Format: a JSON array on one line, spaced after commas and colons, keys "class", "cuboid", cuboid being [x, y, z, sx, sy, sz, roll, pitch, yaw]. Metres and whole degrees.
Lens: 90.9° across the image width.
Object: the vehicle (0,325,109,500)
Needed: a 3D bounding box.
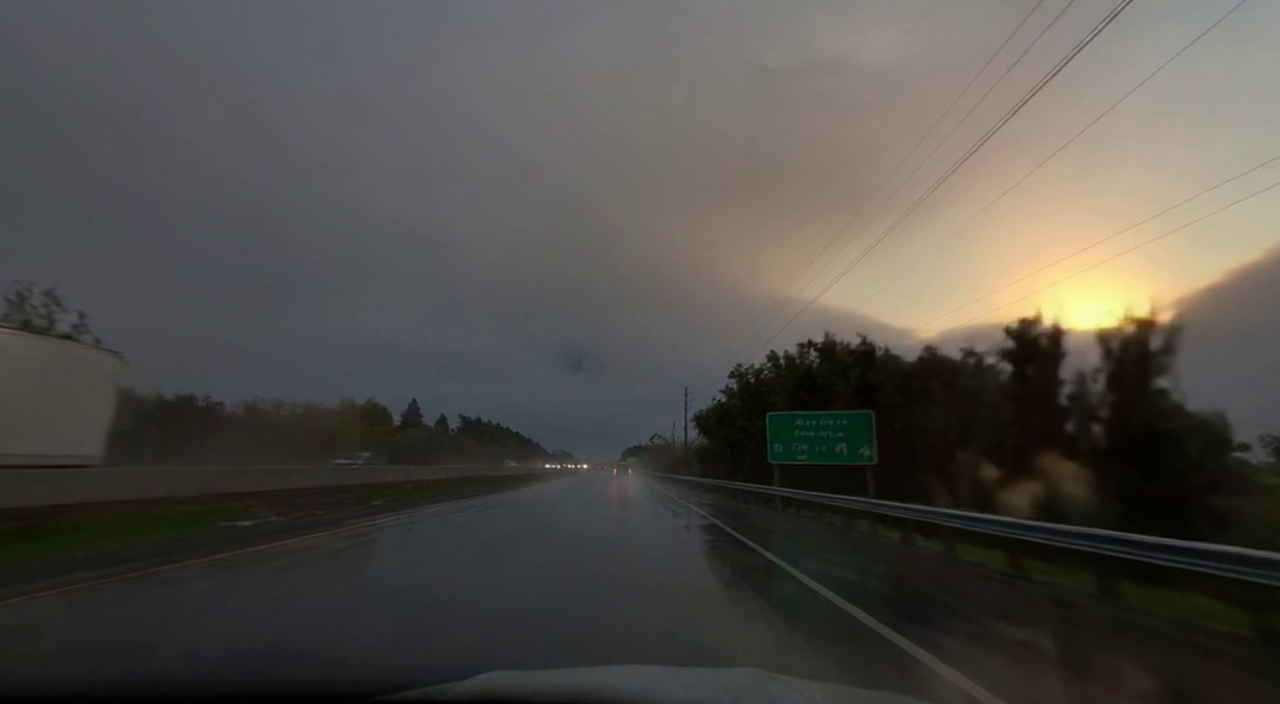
[{"class": "vehicle", "cuboid": [-16.441, 0.613, 10.456, 3.031, 4.028, 14.206, 1, -10, -1]}]
